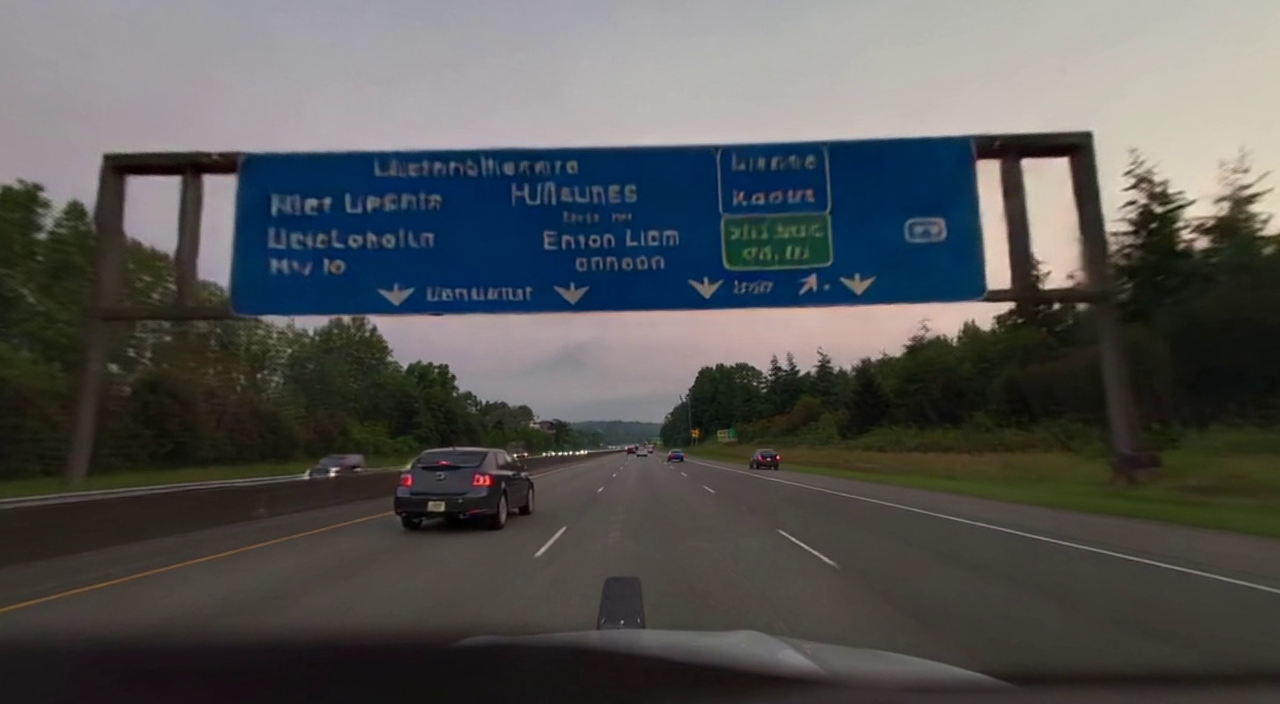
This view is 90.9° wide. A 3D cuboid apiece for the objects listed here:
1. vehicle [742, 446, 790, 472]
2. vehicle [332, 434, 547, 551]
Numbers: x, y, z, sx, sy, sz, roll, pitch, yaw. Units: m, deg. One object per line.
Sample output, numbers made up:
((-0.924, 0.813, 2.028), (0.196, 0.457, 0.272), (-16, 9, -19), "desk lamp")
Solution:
((7.718, 6.575, 38.970), (1.943, 1.493, 4.507), (0, -9, -1), "vehicle")
((-3.029, 2.234, 10.725), (2.191, 1.563, 4.318), (0, -9, 1), "vehicle")
